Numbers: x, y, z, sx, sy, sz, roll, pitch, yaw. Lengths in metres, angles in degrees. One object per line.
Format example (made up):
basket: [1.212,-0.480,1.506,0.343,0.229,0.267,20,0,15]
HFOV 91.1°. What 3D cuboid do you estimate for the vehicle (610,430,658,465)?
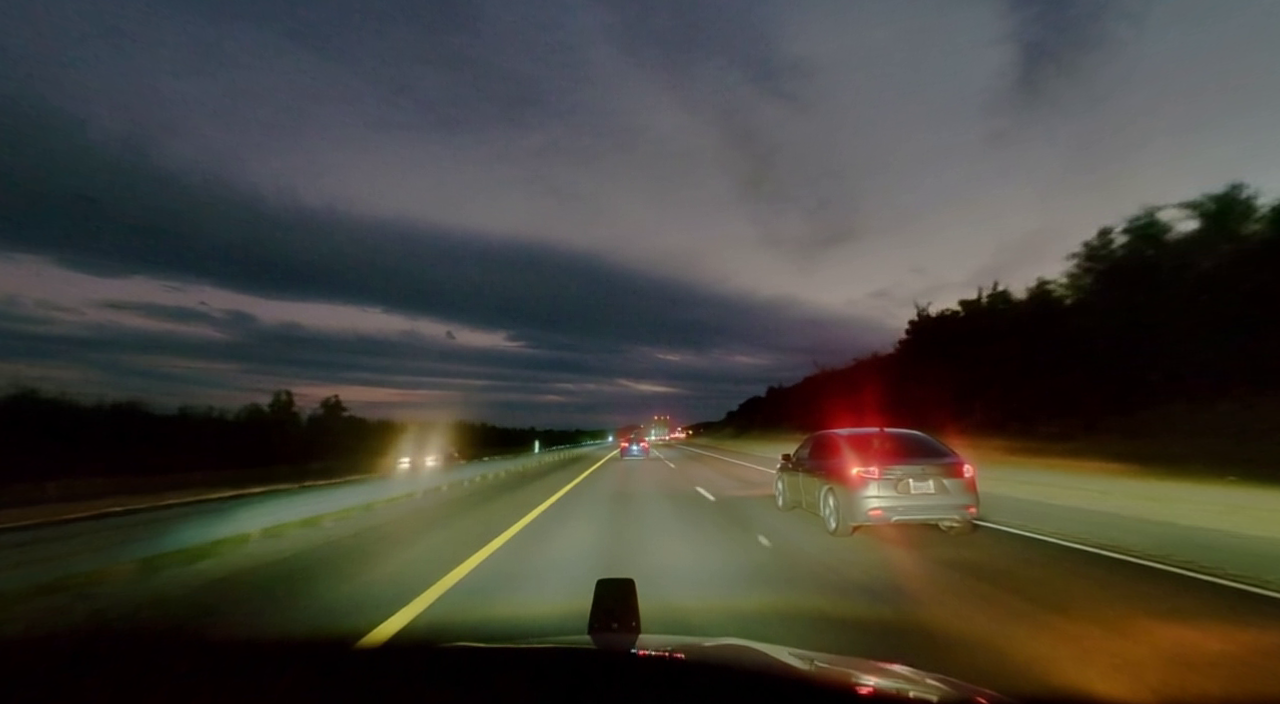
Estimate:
vehicle: [-0.326,4.768,31.654,2.216,1.623,4.220,0,-8,-1]
